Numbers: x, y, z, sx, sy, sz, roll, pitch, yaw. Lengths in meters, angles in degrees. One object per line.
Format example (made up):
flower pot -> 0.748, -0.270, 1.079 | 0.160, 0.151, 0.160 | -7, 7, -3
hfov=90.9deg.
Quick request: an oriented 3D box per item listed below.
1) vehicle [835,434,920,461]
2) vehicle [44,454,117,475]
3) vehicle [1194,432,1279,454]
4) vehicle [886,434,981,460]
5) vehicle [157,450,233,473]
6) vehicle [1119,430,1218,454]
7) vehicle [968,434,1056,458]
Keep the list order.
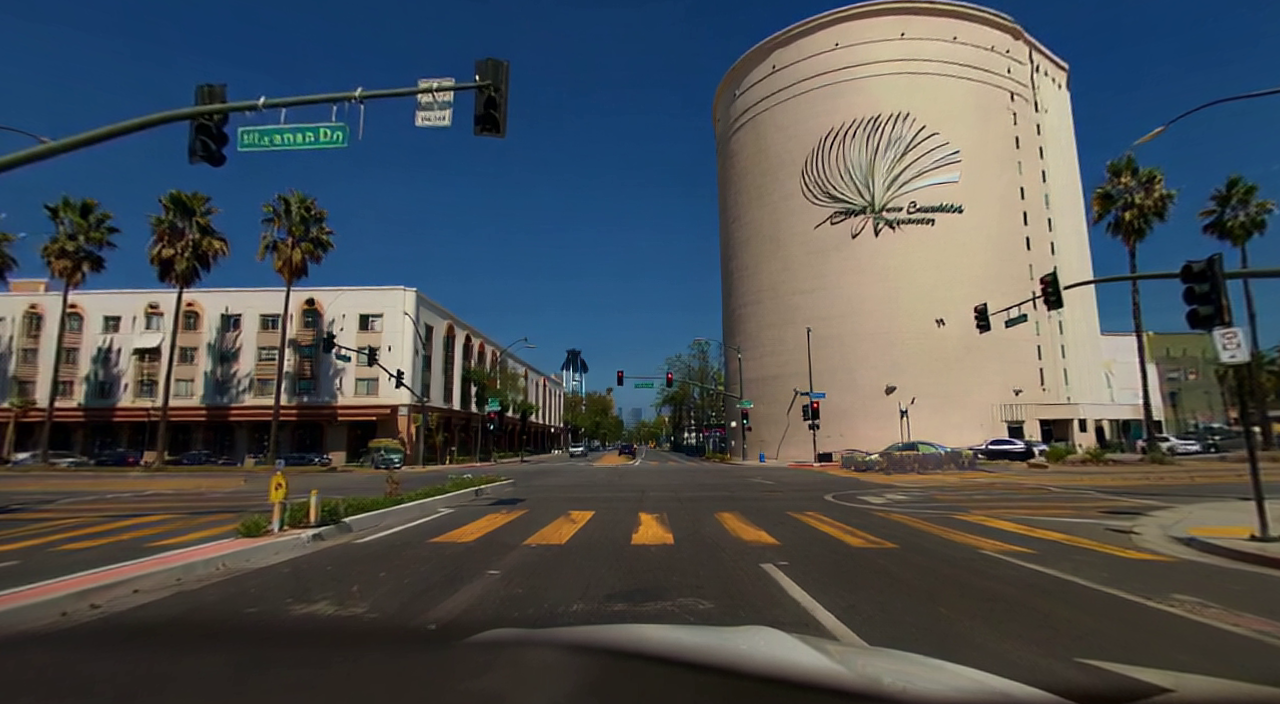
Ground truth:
vehicle -> 15.236, 6.139, 40.616 | 4.648, 1.665, 1.910 | 0, -8, -1
vehicle -> -41.396, 8.317, 46.700 | 3.698, 1.467, 1.779 | 0, -8, 1
vehicle -> 42.325, 6.446, 44.619 | 4.437, 1.469, 1.811 | 0, -8, 0
vehicle -> 17.121, 5.558, 36.888 | 4.684, 1.461, 1.777 | 0, -8, -1
vehicle -> -32.893, 8.100, 46.641 | 4.136, 1.661, 1.857 | 0, -8, 1
vehicle -> 33.392, 5.727, 39.921 | 4.567, 1.458, 1.791 | 0, -8, 2
vehicle -> 23.742, 6.028, 40.355 | 4.423, 1.465, 1.798 | 0, -8, 1
